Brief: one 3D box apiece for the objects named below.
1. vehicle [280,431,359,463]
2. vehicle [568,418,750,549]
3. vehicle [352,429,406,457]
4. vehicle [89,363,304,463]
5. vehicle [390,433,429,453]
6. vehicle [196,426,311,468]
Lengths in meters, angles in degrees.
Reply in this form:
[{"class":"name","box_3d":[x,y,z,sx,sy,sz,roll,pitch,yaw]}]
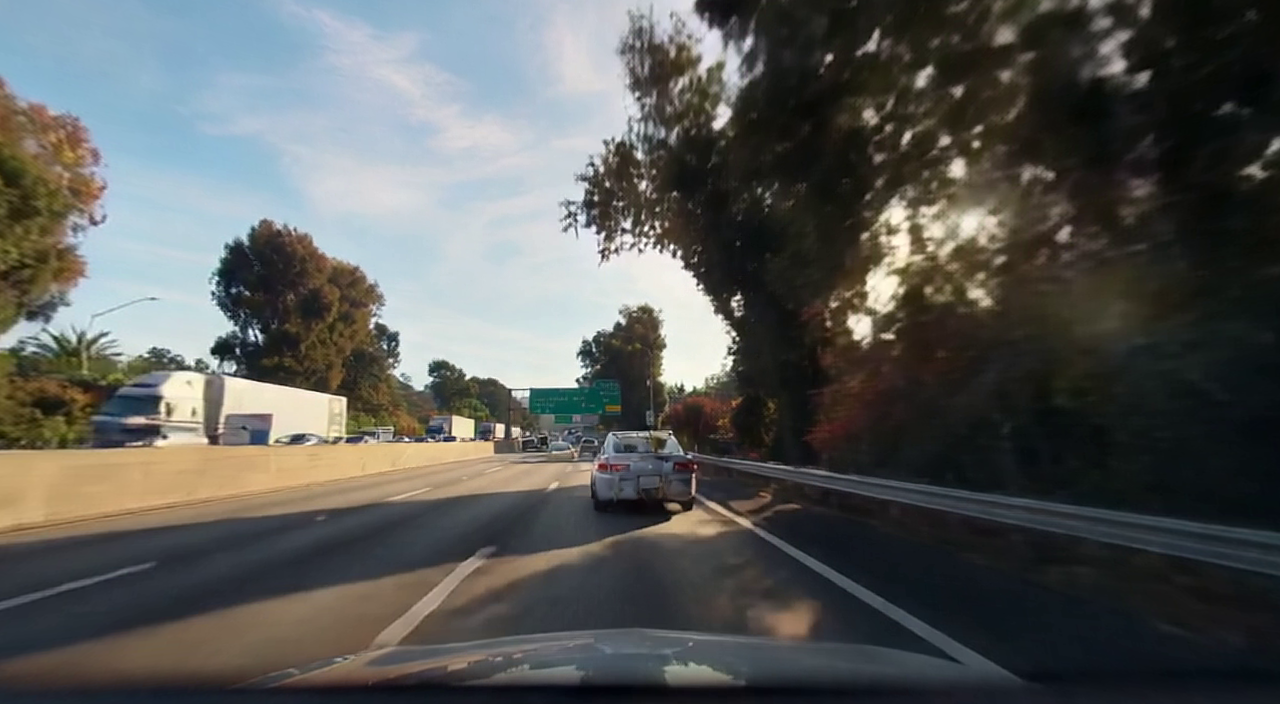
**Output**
[{"class":"vehicle","box_3d":[-16.035,4.783,31.714,1.903,1.473,4.391,0,-8,-4]},{"class":"vehicle","box_3d":[0.080,1.856,9.650,2.127,1.497,4.445,0,-8,-4]},{"class":"vehicle","box_3d":[-16.767,5.877,40.642,1.895,1.683,4.224,0,-8,-4]},{"class":"vehicle","box_3d":[-19.931,3.107,29.620,3.032,3.845,10.740,0,-8,-5]},{"class":"vehicle","box_3d":[-17.544,6.955,48.018,1.773,1.481,3.722,0,-8,-4]},{"class":"vehicle","box_3d":[-15.339,3.791,25.286,1.921,1.507,4.664,0,-8,-4]}]
